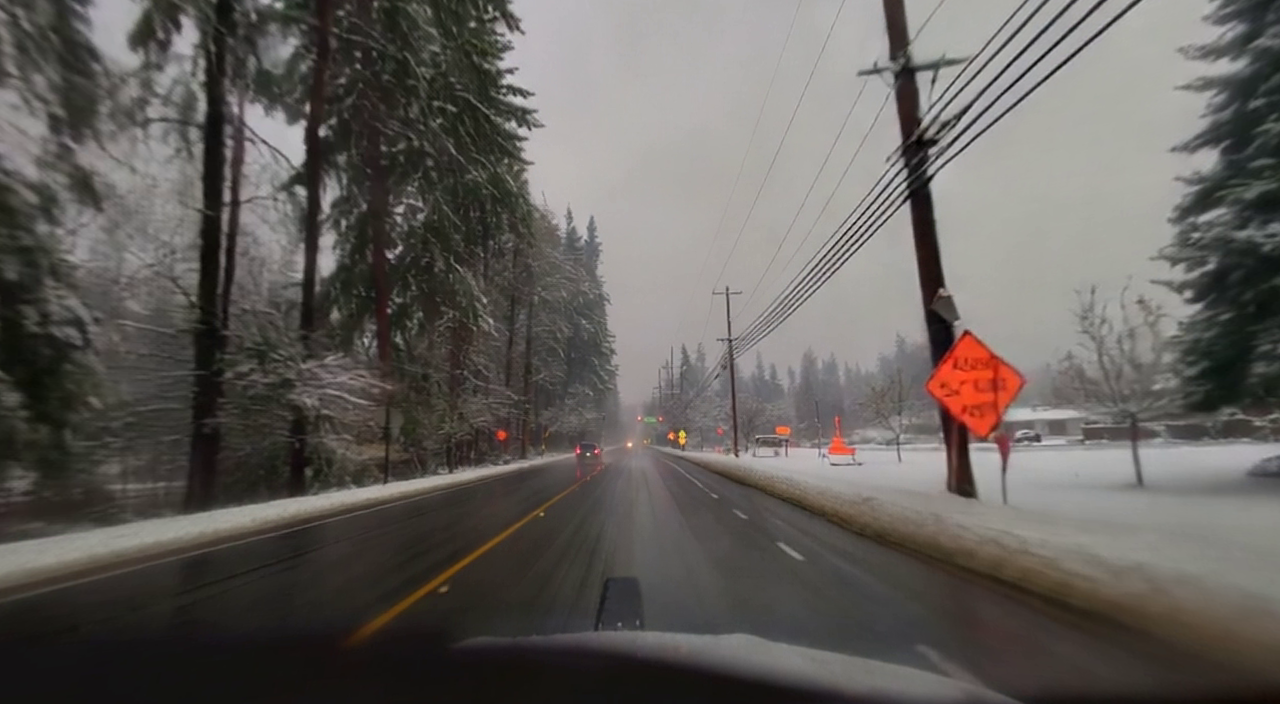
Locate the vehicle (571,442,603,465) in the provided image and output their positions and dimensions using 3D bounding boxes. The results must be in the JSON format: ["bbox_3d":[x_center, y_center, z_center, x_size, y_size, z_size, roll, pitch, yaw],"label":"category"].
[{"bbox_3d":[-3.905,7.524,46.960,1.992,1.608,3.868,0,-8,1],"label":"vehicle"}]
